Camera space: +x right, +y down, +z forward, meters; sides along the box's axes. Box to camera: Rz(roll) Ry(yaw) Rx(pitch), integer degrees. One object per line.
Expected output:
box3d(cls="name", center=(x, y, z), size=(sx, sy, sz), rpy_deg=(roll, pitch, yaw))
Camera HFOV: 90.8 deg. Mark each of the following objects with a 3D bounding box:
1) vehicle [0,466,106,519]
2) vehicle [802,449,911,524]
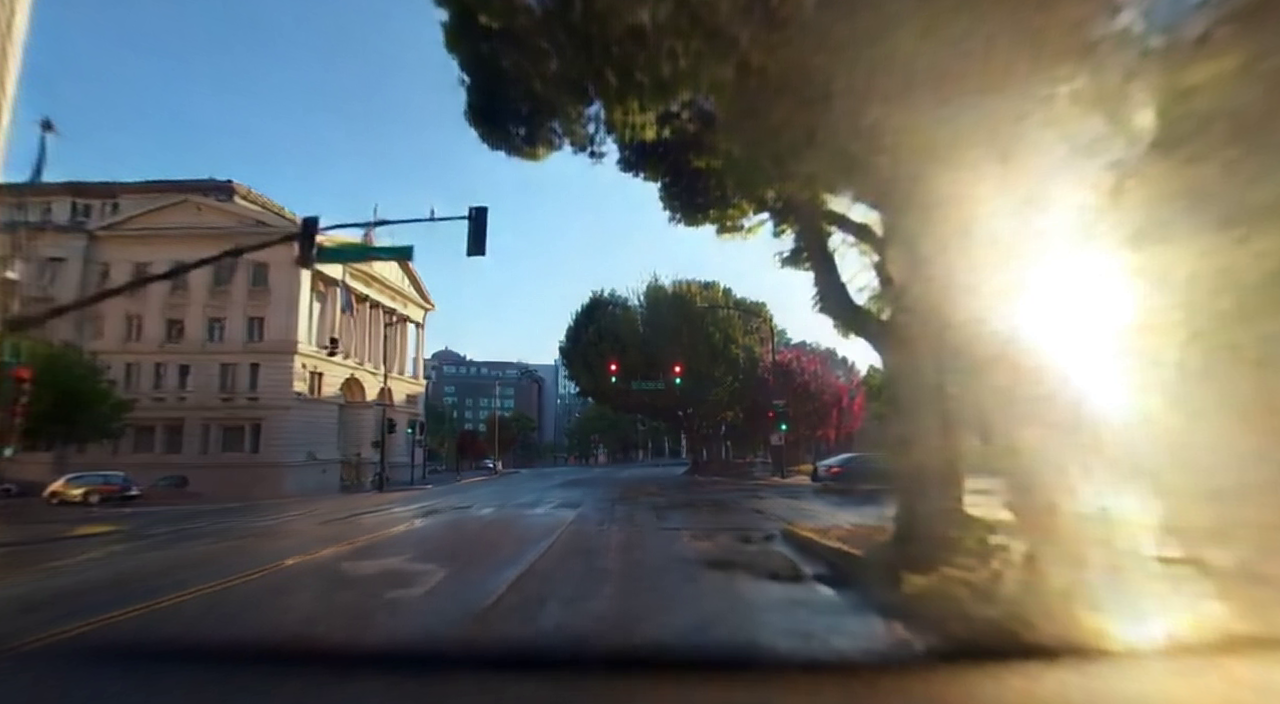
box3d(cls="vehicle", center=(-22.658, 5.008, 22.752), size=(4.946, 1.745, 2.028), rpy_deg=(0, -9, 2))
box3d(cls="vehicle", center=(5.068, 3.145, 15.387), size=(2.085, 1.530, 4.125), rpy_deg=(-2, -9, 13))
